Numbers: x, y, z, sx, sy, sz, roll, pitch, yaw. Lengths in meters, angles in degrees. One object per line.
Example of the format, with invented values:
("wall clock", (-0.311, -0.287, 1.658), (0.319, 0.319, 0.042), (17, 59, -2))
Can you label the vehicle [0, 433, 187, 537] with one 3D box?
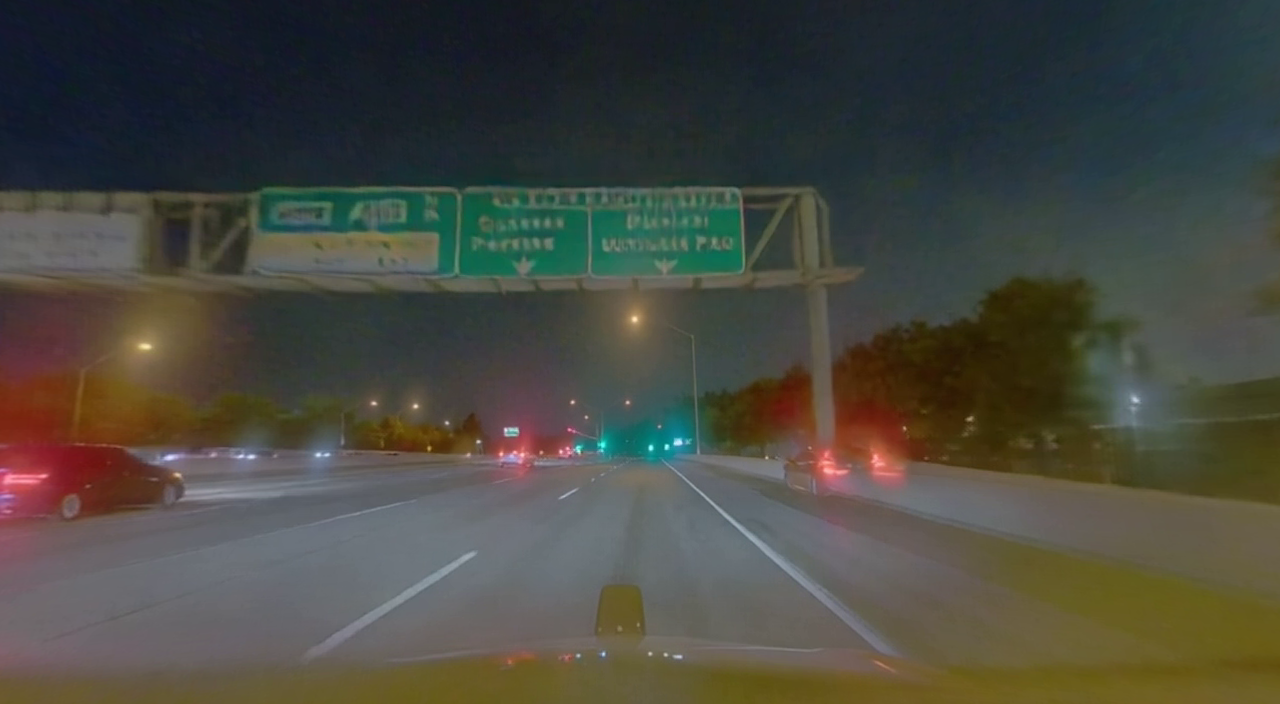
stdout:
("vehicle", (-10.525, 2.255, 11.187), (1.829, 1.520, 4.505), (0, -9, -3))

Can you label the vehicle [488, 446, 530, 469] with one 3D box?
("vehicle", (-9.484, 7.662, 46.031), (2.271, 1.537, 4.029), (0, -9, -1))
